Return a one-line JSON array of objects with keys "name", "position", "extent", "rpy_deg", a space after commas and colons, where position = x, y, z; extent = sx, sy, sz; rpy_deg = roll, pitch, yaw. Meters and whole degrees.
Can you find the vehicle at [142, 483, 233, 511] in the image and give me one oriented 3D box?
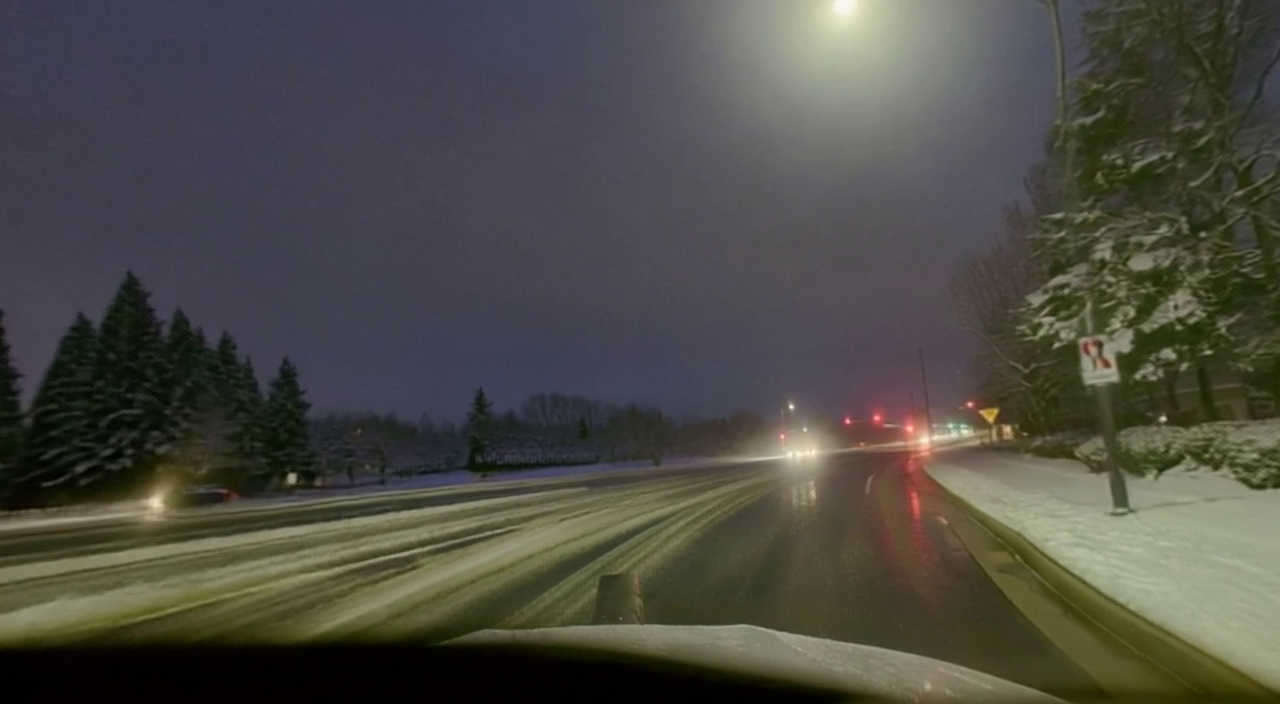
[{"name": "vehicle", "position": [-31.269, 10.010, 43.628], "extent": [1.824, 1.478, 4.676], "rpy_deg": [-4, -10, 27]}]
